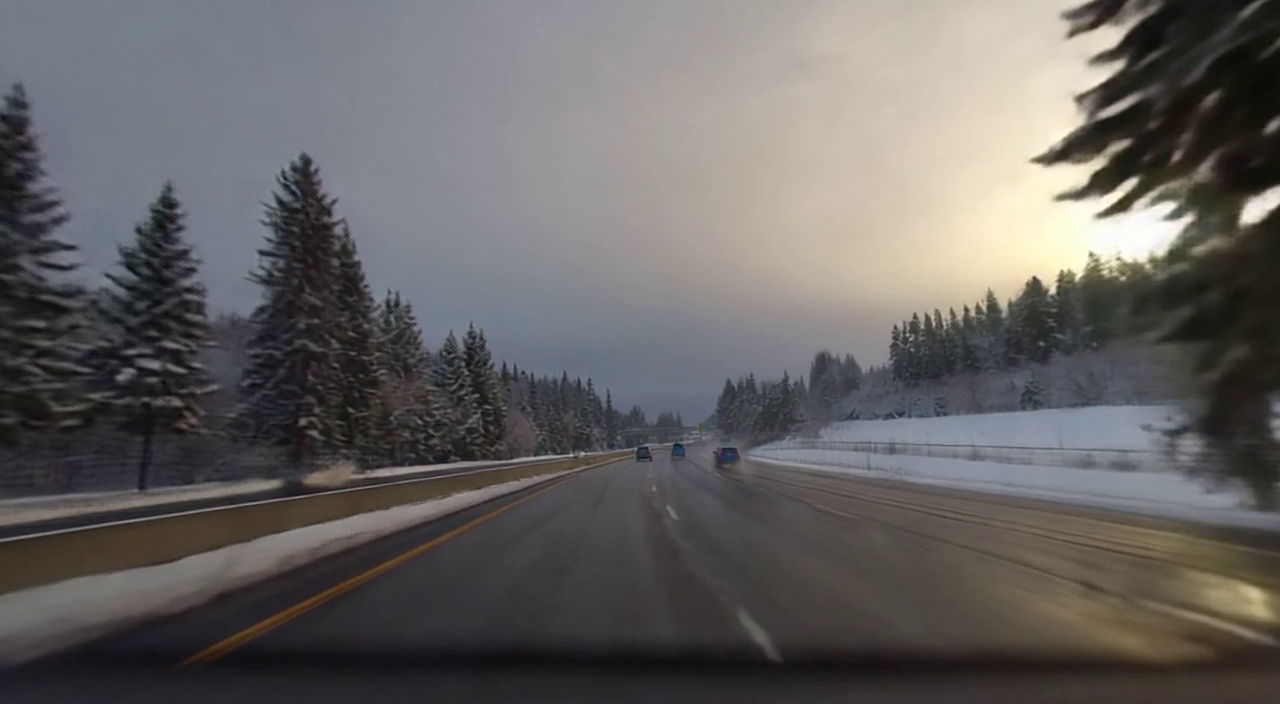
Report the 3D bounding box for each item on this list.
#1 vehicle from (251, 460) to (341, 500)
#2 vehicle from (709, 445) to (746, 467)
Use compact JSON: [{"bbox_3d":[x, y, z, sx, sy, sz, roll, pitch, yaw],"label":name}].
[{"bbox_3d":[-16.101,5.986,29.777,1.941,1.699,4.056,0,-9,0],"label":"vehicle"},{"bbox_3d":[6.502,7.804,47.223,2.175,1.574,3.943,0,-9,-1],"label":"vehicle"}]
